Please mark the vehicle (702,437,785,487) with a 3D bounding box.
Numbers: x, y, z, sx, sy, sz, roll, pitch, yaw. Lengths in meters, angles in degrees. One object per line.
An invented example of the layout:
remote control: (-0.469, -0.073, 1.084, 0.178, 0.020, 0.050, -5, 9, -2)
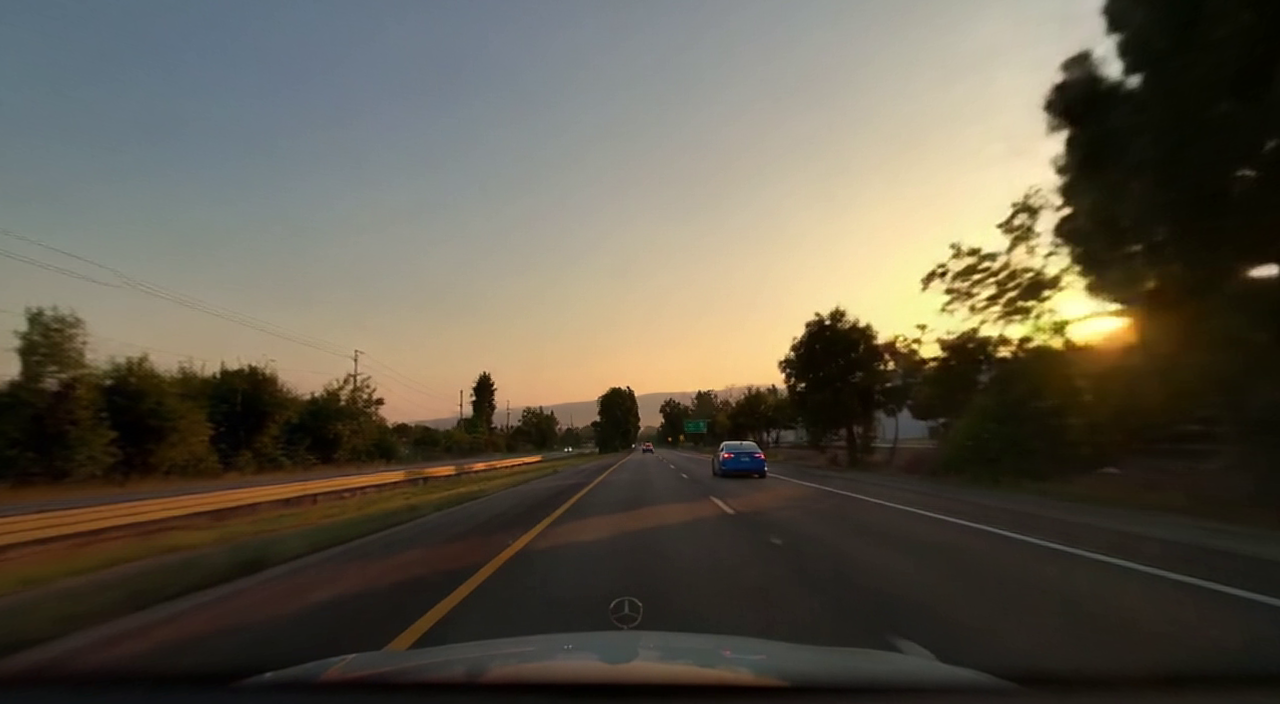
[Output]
vehicle: (3.440, 3.739, 21.702, 2.079, 1.531, 3.997, 0, -8, -1)
